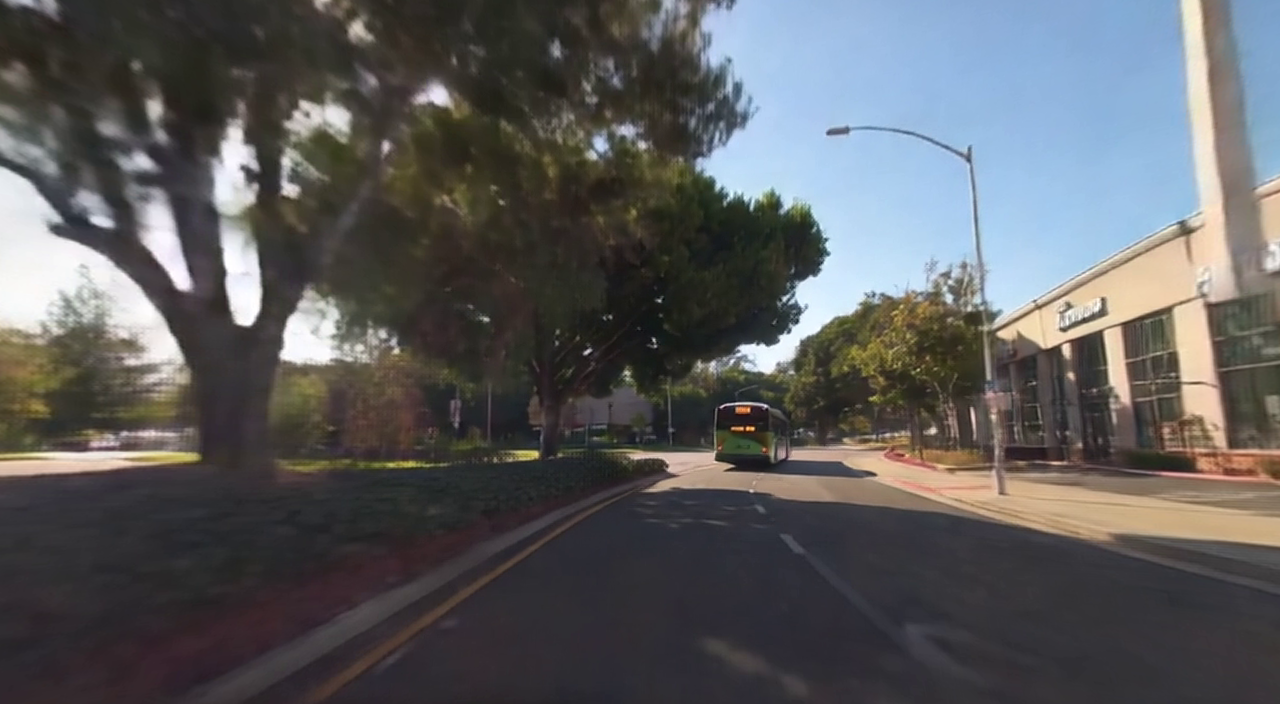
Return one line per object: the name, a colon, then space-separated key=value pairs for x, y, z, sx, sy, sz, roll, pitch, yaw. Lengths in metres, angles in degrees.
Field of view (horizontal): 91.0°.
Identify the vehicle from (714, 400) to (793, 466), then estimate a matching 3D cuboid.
vehicle: x=7.232 y=5.056 z=38.532 sx=3.031 sy=3.429 sz=11.005 roll=-3 pitch=-9 yaw=18
